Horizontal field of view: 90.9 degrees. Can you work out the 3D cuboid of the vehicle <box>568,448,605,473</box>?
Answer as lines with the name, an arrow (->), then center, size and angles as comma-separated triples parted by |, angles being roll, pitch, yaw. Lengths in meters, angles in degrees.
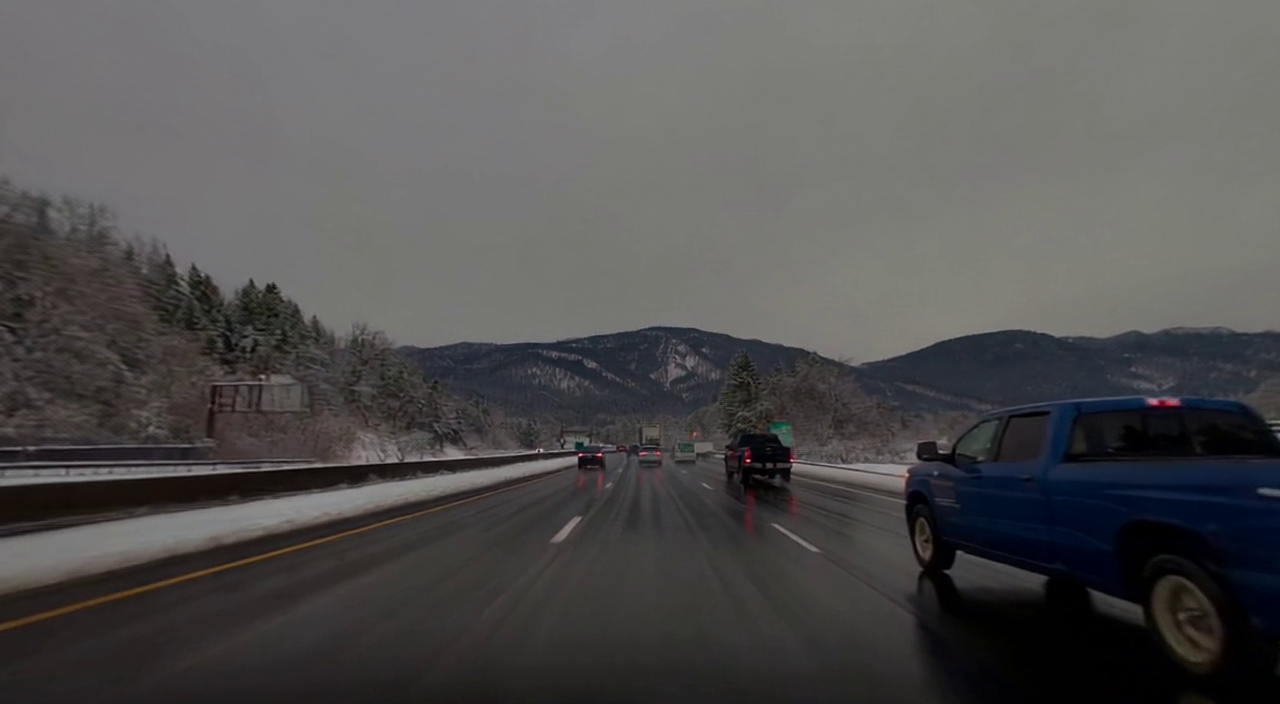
vehicle -> -3.434, 7.041, 41.244 | 2.109, 1.530, 4.646 | 0, -8, -1

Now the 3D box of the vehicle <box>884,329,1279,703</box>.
vehicle -> 3.966, 1.084, 4.561 | 2.229, 1.837, 5.387 | 0, -8, 0

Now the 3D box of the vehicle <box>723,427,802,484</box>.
vehicle -> 4.552, 3.934, 24.198 | 2.057, 1.958, 4.495 | 0, -8, -1

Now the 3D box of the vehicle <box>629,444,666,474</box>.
vehicle -> 0.386, 6.099, 36.282 | 1.959, 1.604, 4.065 | 0, -8, -2
